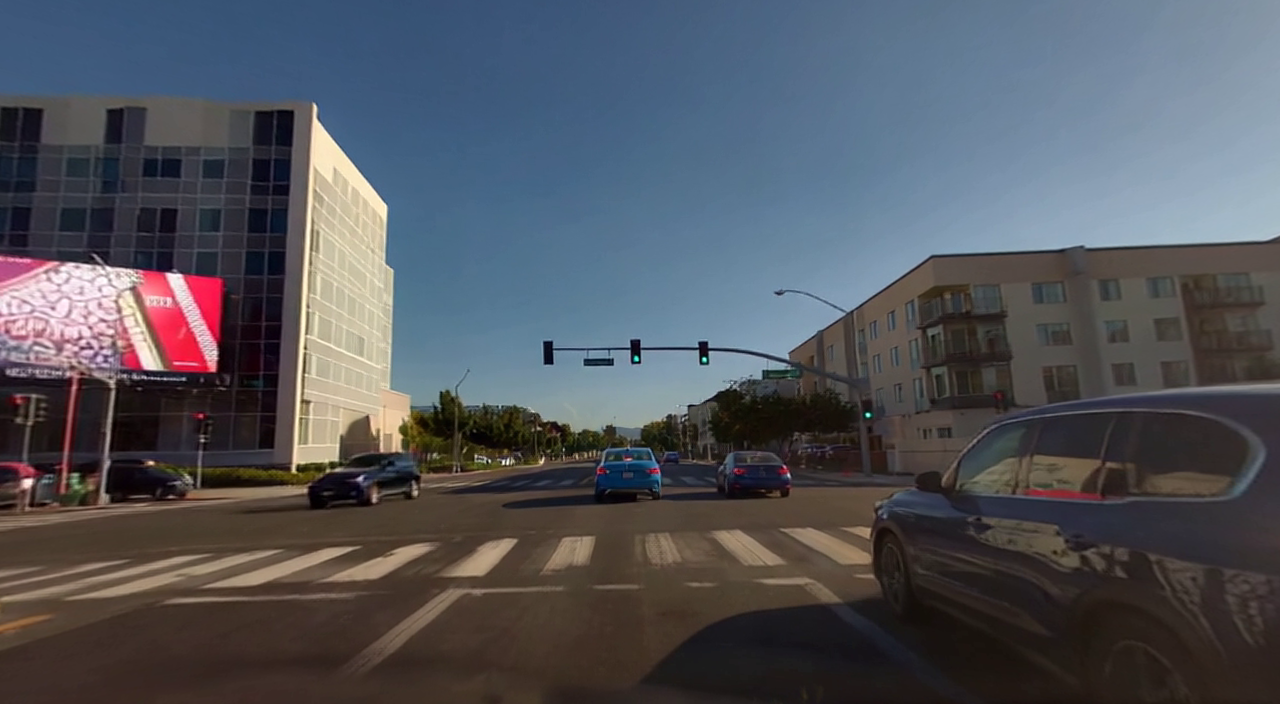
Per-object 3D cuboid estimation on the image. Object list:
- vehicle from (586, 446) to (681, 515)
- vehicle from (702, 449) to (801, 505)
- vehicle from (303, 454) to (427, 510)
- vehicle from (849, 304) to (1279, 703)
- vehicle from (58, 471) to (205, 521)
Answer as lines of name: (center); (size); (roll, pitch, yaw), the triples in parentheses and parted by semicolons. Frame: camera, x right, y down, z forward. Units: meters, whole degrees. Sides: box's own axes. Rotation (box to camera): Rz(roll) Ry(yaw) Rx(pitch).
vehicle: (-0.210, 3.133, 15.943); (2.095, 1.502, 3.873); (0, -8, -2)
vehicle: (3.137, 3.606, 18.780); (2.009, 1.414, 4.416); (0, -8, -2)
vehicle: (-8.727, 4.123, 20.563); (1.879, 1.510, 4.619); (0, -8, 1)
vehicle: (2.974, 0.987, 3.533); (2.047, 1.785, 4.357); (0, -8, -1)
vehicle: (-19.194, 5.410, 24.178); (1.942, 1.453, 4.448); (0, -8, 0)
